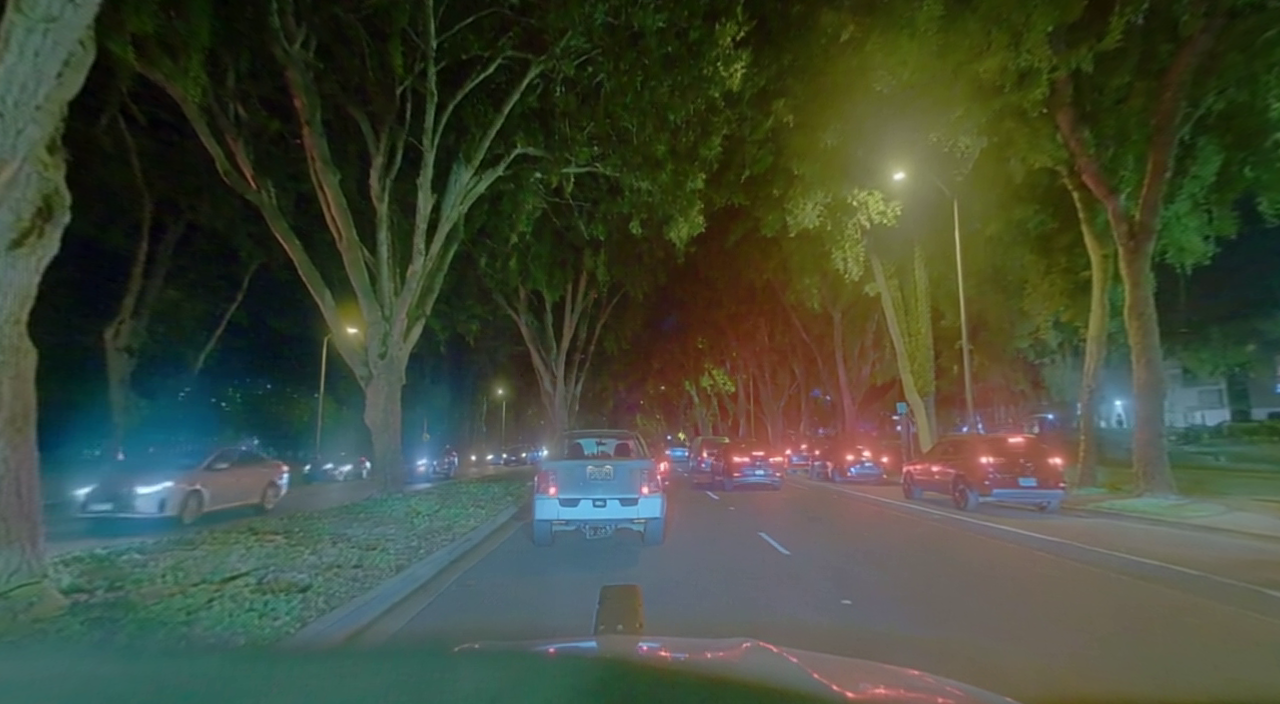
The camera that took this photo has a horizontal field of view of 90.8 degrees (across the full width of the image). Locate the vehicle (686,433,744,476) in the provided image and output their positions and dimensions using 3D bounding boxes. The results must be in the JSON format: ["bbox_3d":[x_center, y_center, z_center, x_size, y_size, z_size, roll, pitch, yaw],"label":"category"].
[{"bbox_3d":[3.435,4.786,29.821,2.114,1.846,4.659,0,-8,-1],"label":"vehicle"}]

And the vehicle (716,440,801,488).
[{"bbox_3d":[4.001,3.869,22.165,2.175,1.477,4.520,0,-8,1],"label":"vehicle"}]

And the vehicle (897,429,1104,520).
[{"bbox_3d":[7.786,2.664,14.284,2.168,1.709,4.289,0,-8,1],"label":"vehicle"}]

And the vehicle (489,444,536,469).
[{"bbox_3d":[-8.205,6.758,41.069,2.039,1.466,4.553,0,-8,1],"label":"vehicle"}]

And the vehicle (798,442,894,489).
[{"bbox_3d":[7.211,3.994,22.642,1.977,1.485,4.308,0,-8,0],"label":"vehicle"}]

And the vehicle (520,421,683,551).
[{"bbox_3d":[-0.596,2.012,10.119,2.106,1.655,3.717,0,-8,-3],"label":"vehicle"}]

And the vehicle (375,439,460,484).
[{"bbox_3d":[-8.908,4.406,25.684,1.920,1.663,4.036,0,-8,0],"label":"vehicle"}]

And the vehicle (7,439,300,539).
[{"bbox_3d":[-8.764,2.460,12.094,1.938,1.513,4.593,0,-8,0],"label":"vehicle"}]
